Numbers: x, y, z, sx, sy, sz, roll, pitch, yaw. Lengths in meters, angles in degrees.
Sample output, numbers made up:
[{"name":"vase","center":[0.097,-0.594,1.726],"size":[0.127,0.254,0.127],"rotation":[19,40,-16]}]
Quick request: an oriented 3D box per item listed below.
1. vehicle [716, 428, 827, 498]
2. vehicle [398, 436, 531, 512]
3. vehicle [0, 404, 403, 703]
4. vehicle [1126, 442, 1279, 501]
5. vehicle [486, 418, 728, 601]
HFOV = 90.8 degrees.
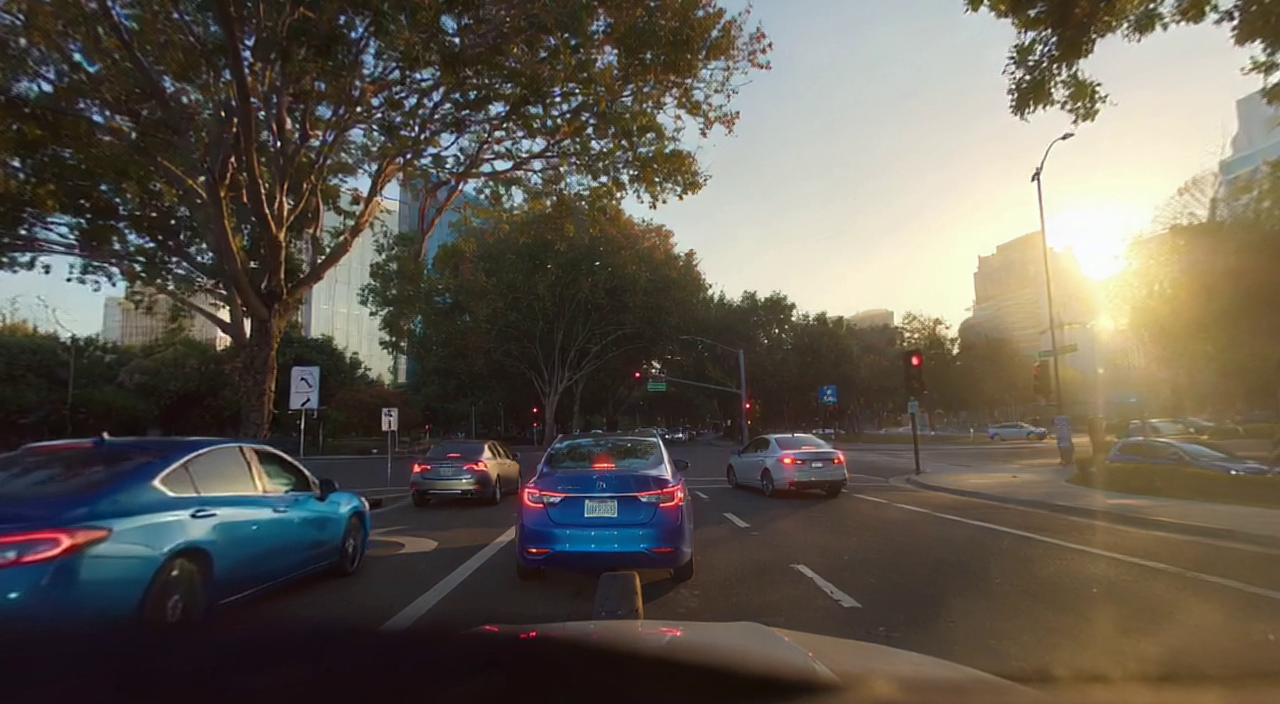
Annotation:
[{"name":"vehicle","center":[3.448,3.007,17.510],"size":[2.028,1.678,4.220],"rotation":[0,-8,-2]},{"name":"vehicle","center":[-3.767,2.670,14.300],"size":[1.998,1.452,3.773],"rotation":[0,-8,-1]},{"name":"vehicle","center":[-3.779,1.307,5.098],"size":[2.074,1.485,4.395],"rotation":[0,-8,-1]},{"name":"vehicle","center":[15.236,3.028,16.263],"size":[3.951,1.418,1.842],"rotation":[0,-8,-3]},{"name":"vehicle","center":[-0.344,1.643,7.513],"size":[2.045,1.533,4.183],"rotation":[0,-8,-2]}]
